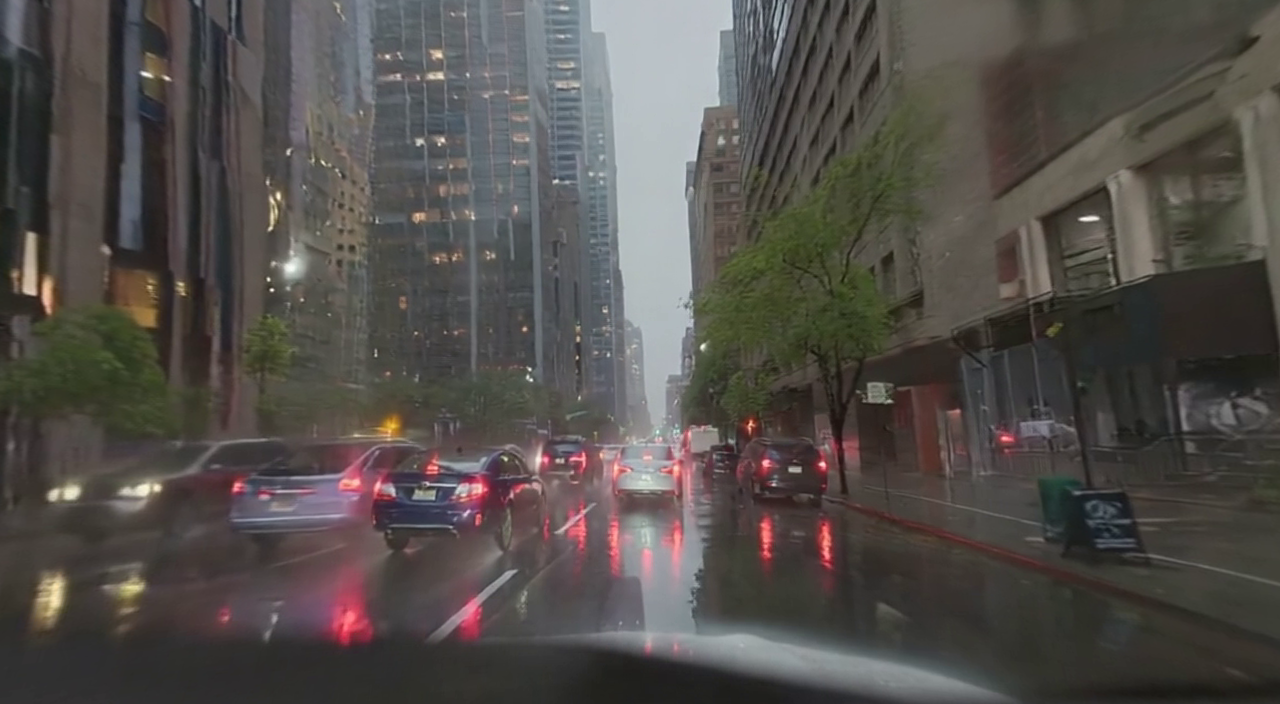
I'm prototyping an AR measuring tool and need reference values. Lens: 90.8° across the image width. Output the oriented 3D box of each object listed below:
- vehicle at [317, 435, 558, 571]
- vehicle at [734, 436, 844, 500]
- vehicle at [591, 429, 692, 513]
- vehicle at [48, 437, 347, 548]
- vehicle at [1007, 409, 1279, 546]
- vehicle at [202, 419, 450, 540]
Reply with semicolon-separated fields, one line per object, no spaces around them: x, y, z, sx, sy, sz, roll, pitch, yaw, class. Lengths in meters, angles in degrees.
-2.528;1.987;9.209;1.940;1.481;4.376;0;-8;2;vehicle
3.886;3.068;17.290;2.065;1.461;4.181;1;-8;1;vehicle
0.102;2.775;15.210;2.076;1.667;3.948;1;-8;2;vehicle
-8.679;2.757;13.318;2.401;1.765;5.307;2;-8;0;vehicle
7.722;1.575;8.240;4.586;1.542;1.972;0;-8;1;vehicle
-5.650;2.344;12.335;2.223;1.874;4.749;0;-8;2;vehicle
